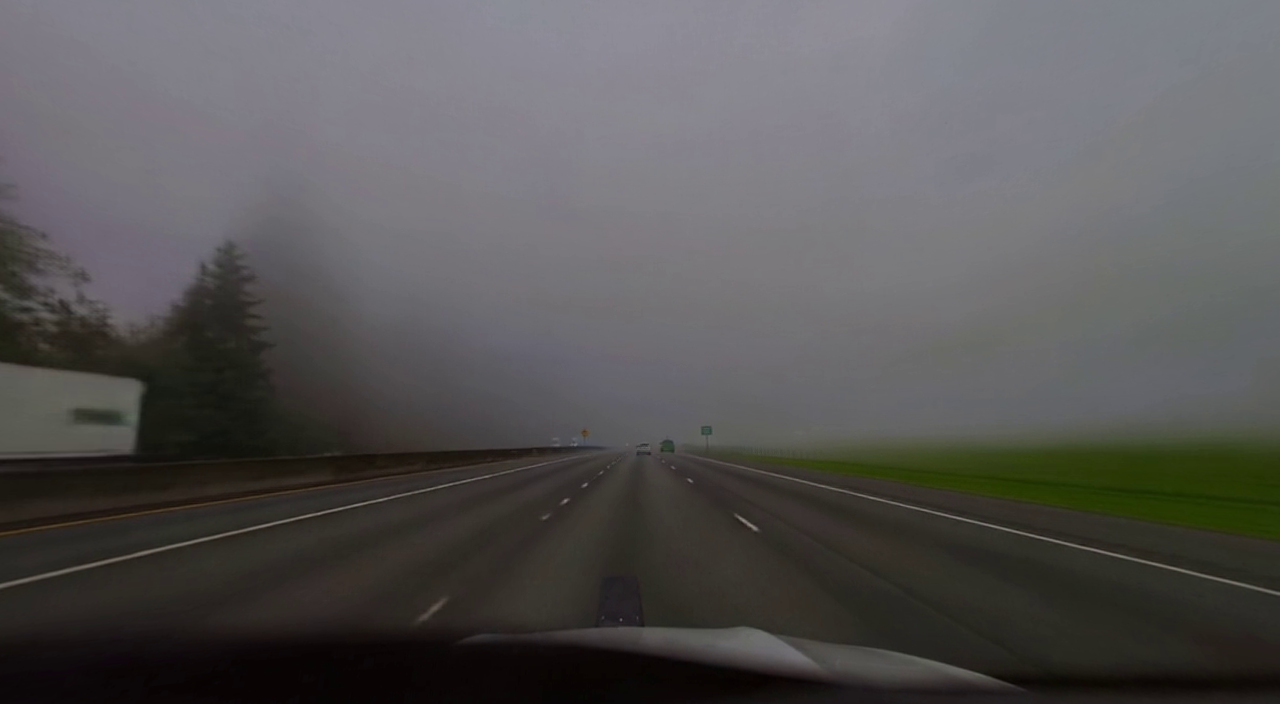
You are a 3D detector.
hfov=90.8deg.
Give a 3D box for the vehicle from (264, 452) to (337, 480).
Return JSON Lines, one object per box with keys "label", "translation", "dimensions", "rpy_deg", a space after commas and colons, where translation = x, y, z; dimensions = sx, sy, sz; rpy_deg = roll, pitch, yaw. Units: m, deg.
{"label": "vehicle", "translation": [-19.624, 6.566, 36.685], "dimensions": [1.797, 1.464, 4.384], "rpy_deg": [0, -9, 0]}
